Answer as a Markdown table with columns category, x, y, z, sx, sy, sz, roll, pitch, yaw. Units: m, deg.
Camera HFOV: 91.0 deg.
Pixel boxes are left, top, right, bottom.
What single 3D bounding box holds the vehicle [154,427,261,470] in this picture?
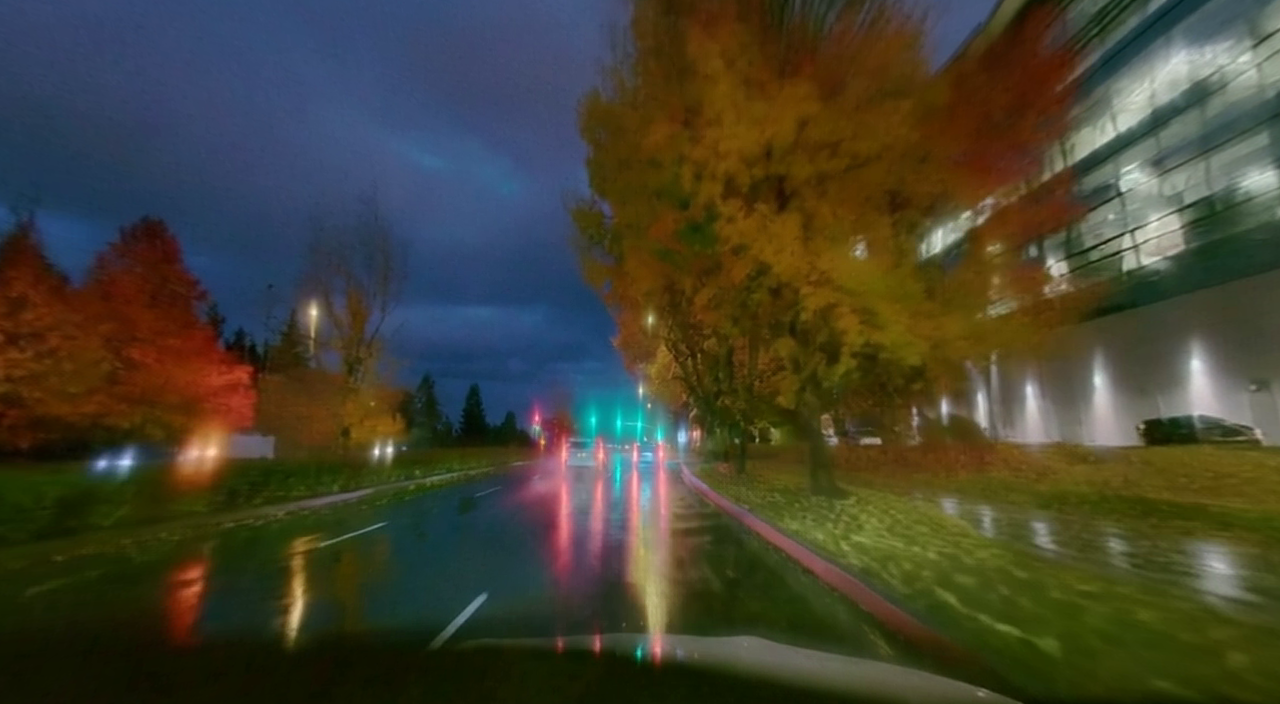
| category | x | y | z | sx | sy | sz | roll | pitch | yaw |
| --- | --- | --- | --- | --- | --- | --- | --- | --- | --- |
| vehicle | -29.923 | 6.718 | 43.983 | 2.239 | 2.706 | 6.900 | -1 | -8 | 3 |

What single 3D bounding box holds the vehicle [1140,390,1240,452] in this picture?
| category | x | y | z | sx | sy | sz | roll | pitch | yaw |
| --- | --- | --- | --- | --- | --- | --- | --- | --- | --- |
| vehicle | 23.115 | 2.970 | 26.582 | 2.320 | 2.489 | 2.049 | -3 | -9 | 16 |

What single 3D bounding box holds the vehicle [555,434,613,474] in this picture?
| category | x | y | z | sx | sy | sz | roll | pitch | yaw |
| --- | --- | --- | --- | --- | --- | --- | --- | --- | --- |
| vehicle | -2.543 | 4.735 | 29.433 | 2.197 | 1.709 | 4.069 | 0 | -8 | 2 |

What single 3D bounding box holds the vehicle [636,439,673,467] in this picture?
| category | x | y | z | sx | sy | sz | roll | pitch | yaw |
| --- | --- | --- | --- | --- | --- | --- | --- | --- | --- |
| vehicle | 0.861 | 5.810 | 36.368 | 2.040 | 1.493 | 3.682 | 0 | -8 | 2 |

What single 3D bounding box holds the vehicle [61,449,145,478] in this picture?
| category | x | y | z | sx | sy | sz | roll | pitch | yaw |
| --- | --- | --- | --- | --- | --- | --- | --- | --- | --- |
| vehicle | -36.238 | 7.510 | 42.639 | 1.929 | 1.773 | 4.409 | 0 | -9 | -2 |
